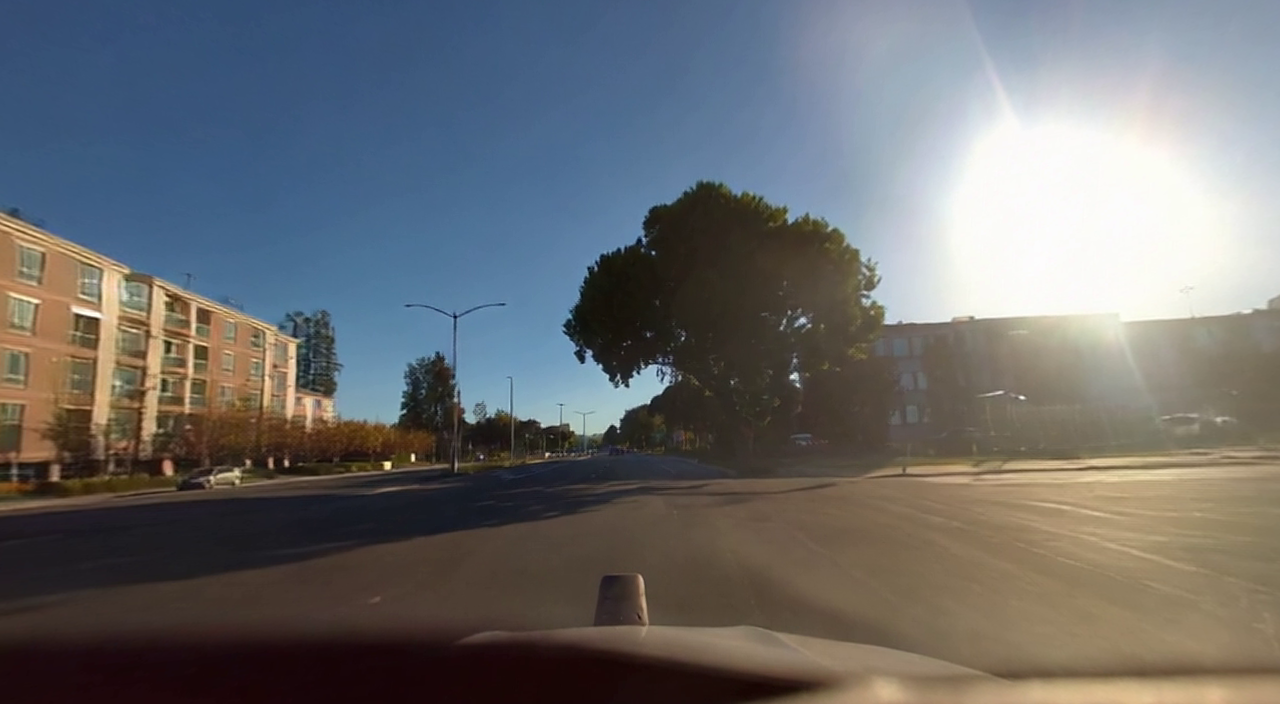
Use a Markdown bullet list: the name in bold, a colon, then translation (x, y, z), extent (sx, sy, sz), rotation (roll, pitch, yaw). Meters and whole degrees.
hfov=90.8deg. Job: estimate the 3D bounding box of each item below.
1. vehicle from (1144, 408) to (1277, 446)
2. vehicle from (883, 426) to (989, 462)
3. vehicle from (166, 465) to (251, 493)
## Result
- **vehicle**: translation (29.896, 3.982, 33.201), extent (4.934, 1.910, 2.165), rotation (0, -9, -3)
- **vehicle**: translation (15.024, 4.669, 32.228), extent (4.268, 1.589, 2.156), rotation (-2, -8, -6)
- **vehicle**: translation (-26.156, 7.678, 38.492), extent (1.828, 1.448, 4.689), rotation (0, -9, 1)
